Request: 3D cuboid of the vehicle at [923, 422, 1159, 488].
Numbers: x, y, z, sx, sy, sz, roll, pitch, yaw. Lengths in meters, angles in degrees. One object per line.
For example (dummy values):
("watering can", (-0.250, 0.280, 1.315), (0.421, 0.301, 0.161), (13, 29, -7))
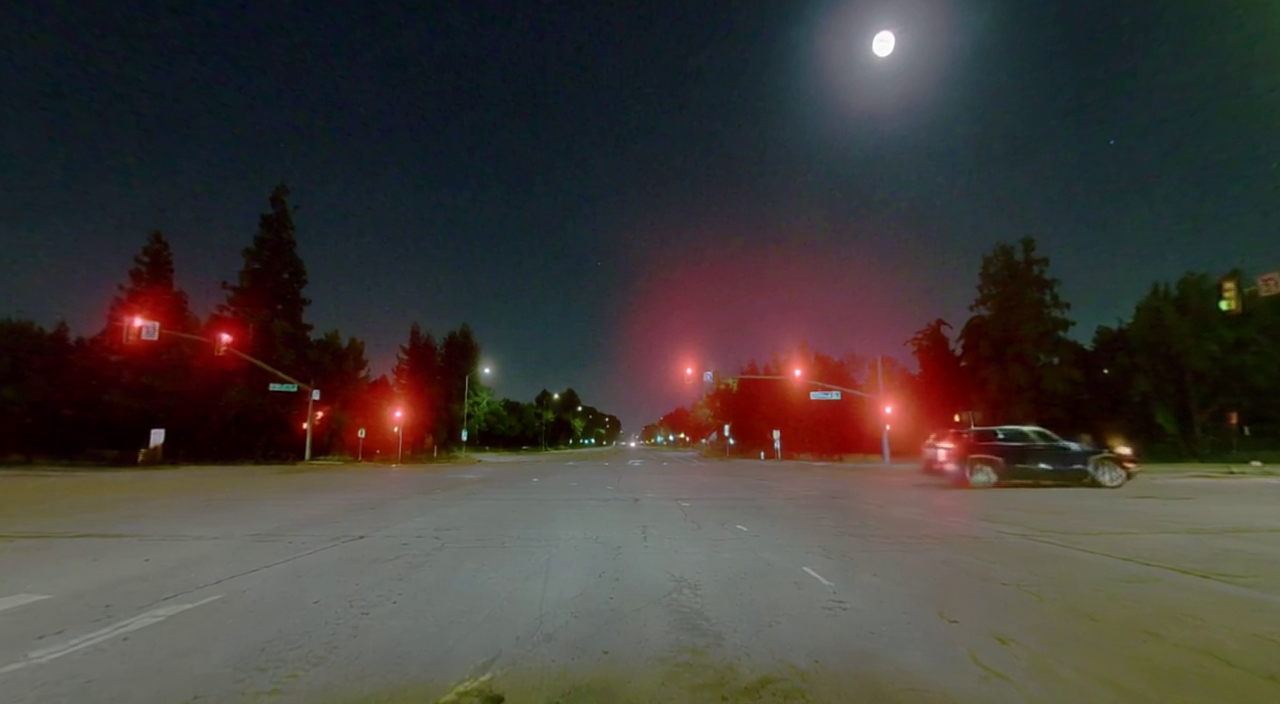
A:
("vehicle", (10.924, 2.844, 17.517), (5.155, 1.686, 1.937), (-1, -8, 2))
